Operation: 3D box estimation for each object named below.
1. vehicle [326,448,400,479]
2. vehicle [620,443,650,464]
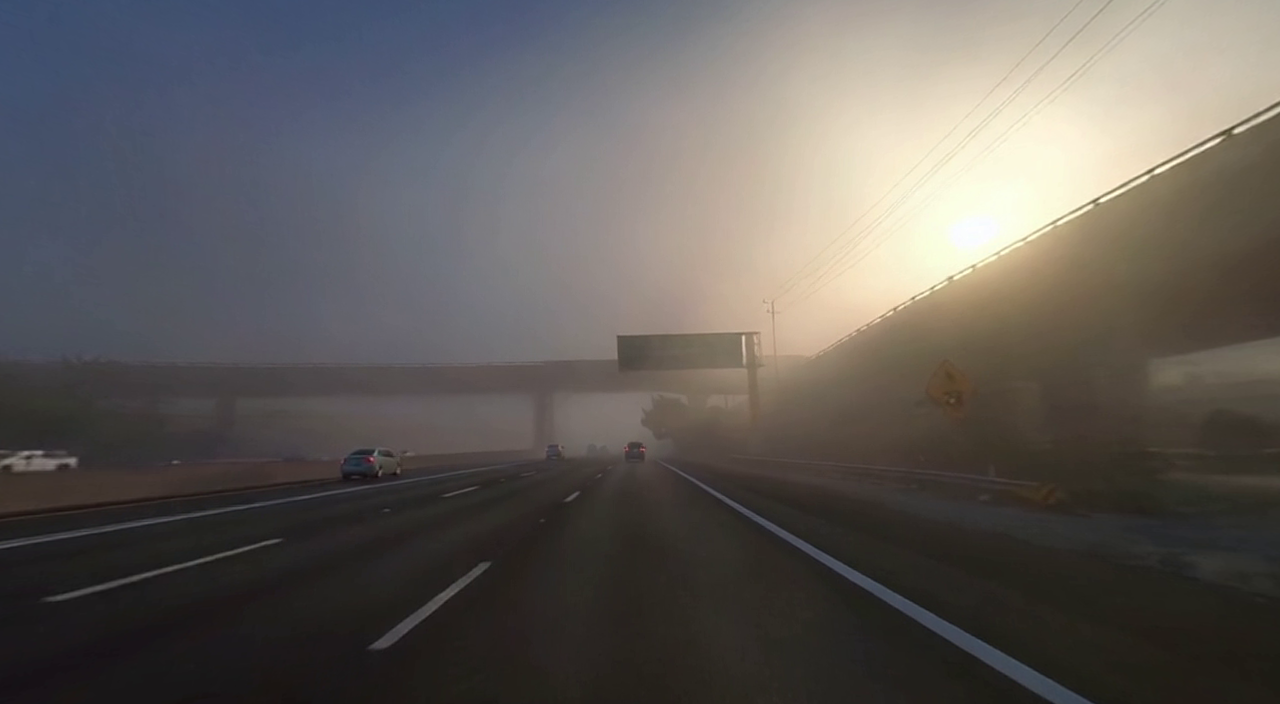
[{"bbox_3d":[-14.800,5.943,34.094,1.969,1.486,4.395,0,-8,0],"label":"vehicle"},{"bbox_3d":[-0.406,7.344,45.904,2.086,1.472,4.168,0,-8,-1],"label":"vehicle"}]
